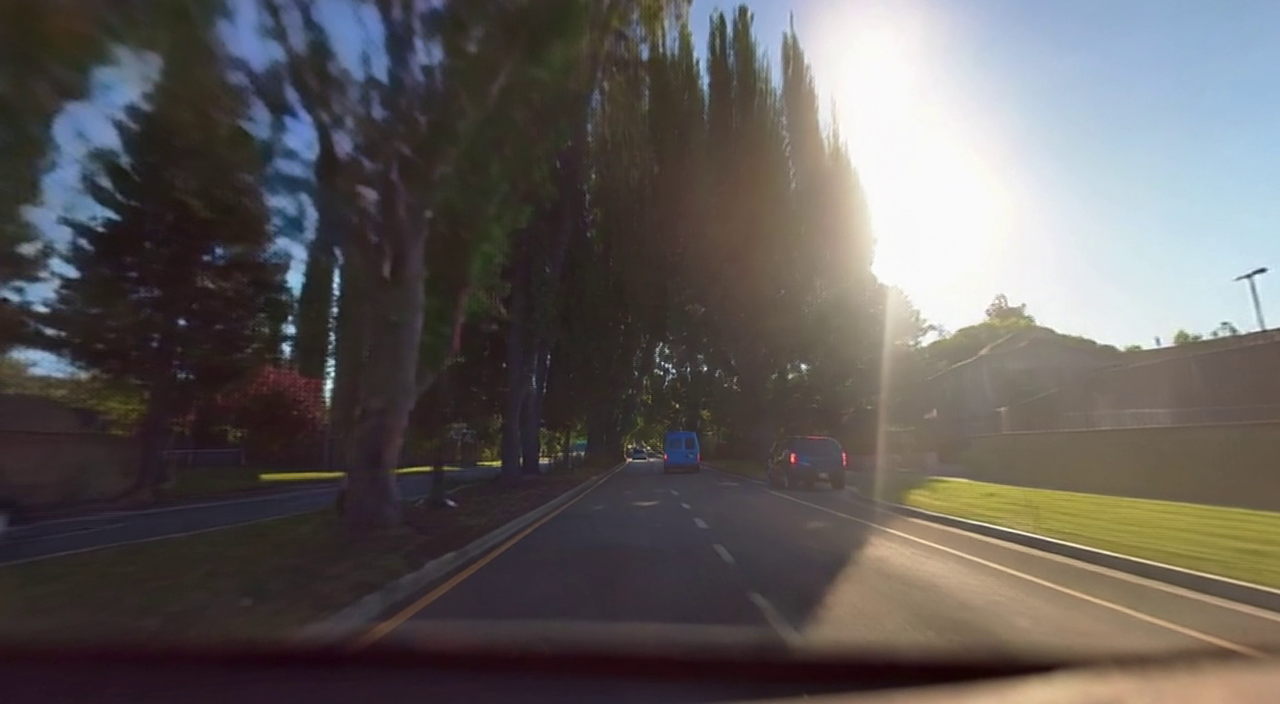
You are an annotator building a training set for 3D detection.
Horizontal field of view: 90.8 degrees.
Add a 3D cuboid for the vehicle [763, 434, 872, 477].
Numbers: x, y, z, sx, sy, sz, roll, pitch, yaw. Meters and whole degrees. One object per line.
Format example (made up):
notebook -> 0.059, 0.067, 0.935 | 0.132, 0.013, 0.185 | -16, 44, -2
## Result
vehicle -> 9.208, 5.424, 33.262 | 4.990, 2.142, 2.488 | 0, -9, 1
